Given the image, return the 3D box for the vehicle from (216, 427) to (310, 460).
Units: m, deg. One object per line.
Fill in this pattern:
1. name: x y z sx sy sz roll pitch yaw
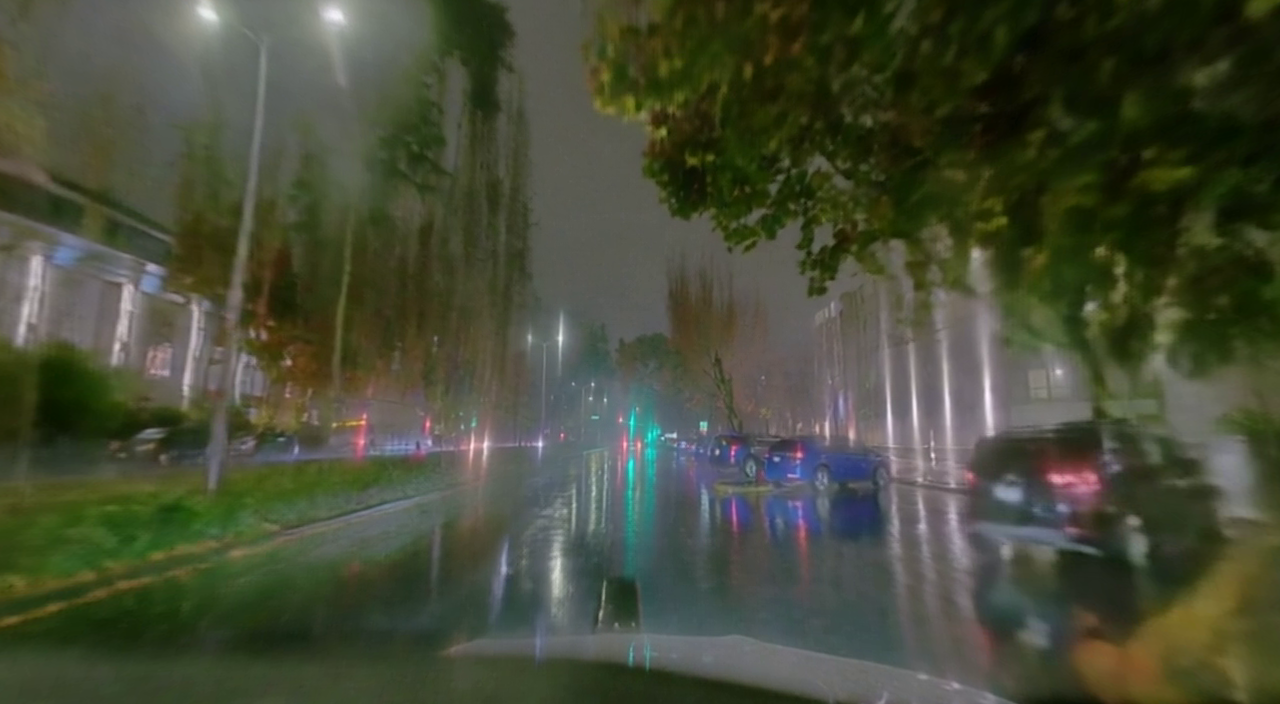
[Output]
1. vehicle: -18.798 4.583 31.646 1.909 1.518 4.459 -1 -8 0

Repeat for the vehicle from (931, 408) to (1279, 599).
1. vehicle: 5.144 1.448 6.858 3.765 1.497 1.831 5 -10 -35

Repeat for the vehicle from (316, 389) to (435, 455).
1. vehicle: -19.113 5.417 47.074 3.054 4.140 14.110 -1 -8 -1

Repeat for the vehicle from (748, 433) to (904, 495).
1. vehicle: 5.039 2.912 16.839 4.275 1.428 1.774 6 -10 -37

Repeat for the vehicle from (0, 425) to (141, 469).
1. vehicle: -19.043 2.908 19.318 2.389 1.206 6.247 -1 -8 1

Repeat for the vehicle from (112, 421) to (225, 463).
1. vehicle: -19.063 3.667 25.648 1.792 1.554 3.682 0 -8 -2
